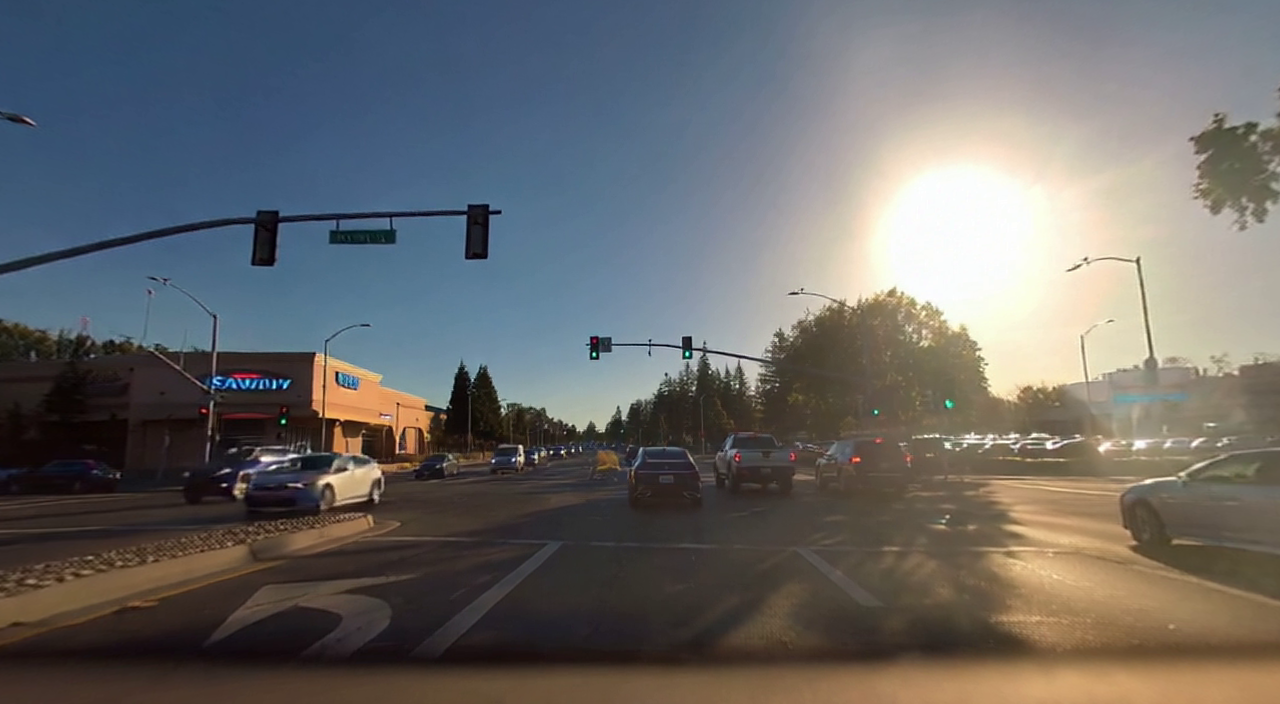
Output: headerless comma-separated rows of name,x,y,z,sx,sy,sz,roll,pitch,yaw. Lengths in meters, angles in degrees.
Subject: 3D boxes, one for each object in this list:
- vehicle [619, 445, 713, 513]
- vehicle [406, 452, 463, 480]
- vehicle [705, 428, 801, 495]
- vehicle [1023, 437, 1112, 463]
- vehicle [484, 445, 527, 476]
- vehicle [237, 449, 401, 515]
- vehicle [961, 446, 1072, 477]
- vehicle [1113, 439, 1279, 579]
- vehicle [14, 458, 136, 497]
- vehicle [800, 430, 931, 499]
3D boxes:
vehicle,0.525,3.040,15.638,2.038,1.447,3.756,0,-8,-1
vehicle,-12.425,6.891,38.467,1.969,1.486,4.773,0,-8,-1
vehicle,3.859,3.864,22.686,2.358,2.116,5.328,0,-8,-1
vehicle,31.436,7.221,46.474,4.885,1.883,2.107,0,-8,2
vehicle,-8.291,6.678,39.213,1.904,1.789,4.021,0,-8,-1
vehicle,-8.191,3.310,16.666,2.002,1.469,4.301,0,-8,1
vehicle,18.464,5.374,31.060,4.227,1.460,1.777,0,-8,2
vehicle,7.878,1.714,6.907,1.905,1.498,4.463,0,-8,0
vehicle,-29.059,6.418,32.496,4.789,1.828,2.025,-2,-9,11
vehicle,7.285,3.684,21.139,2.323,2.009,5.266,0,-8,-1
